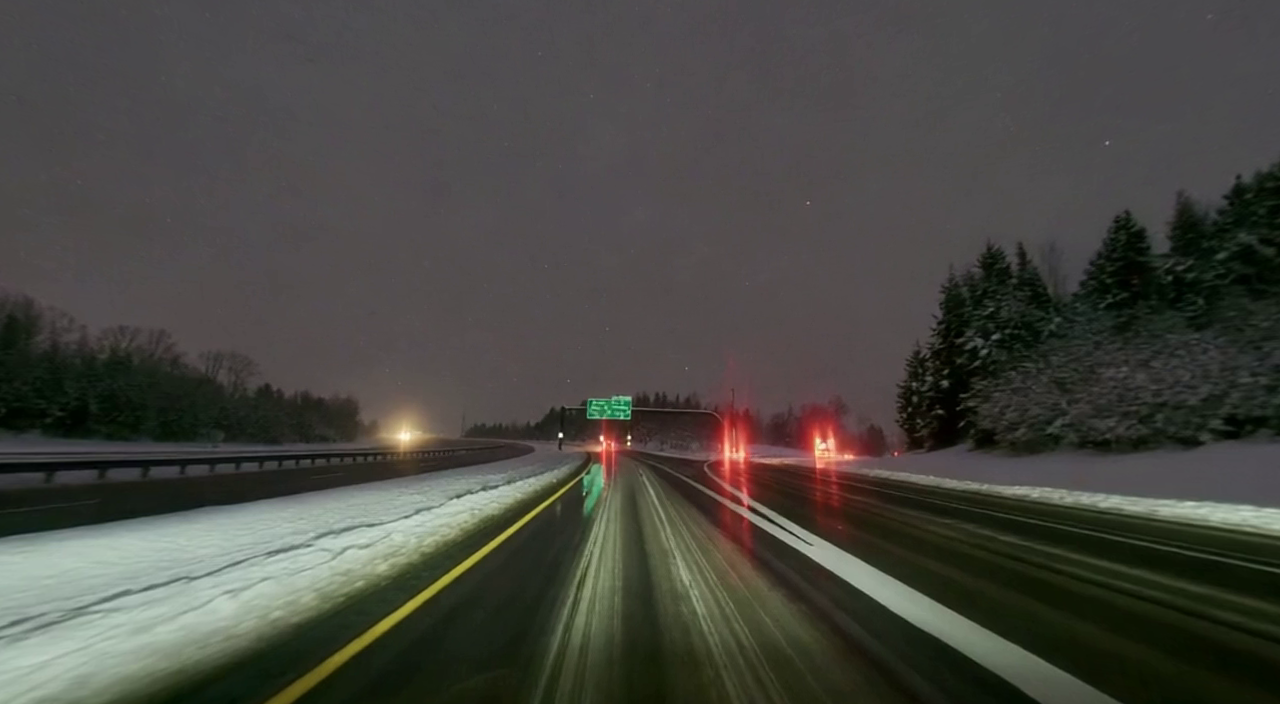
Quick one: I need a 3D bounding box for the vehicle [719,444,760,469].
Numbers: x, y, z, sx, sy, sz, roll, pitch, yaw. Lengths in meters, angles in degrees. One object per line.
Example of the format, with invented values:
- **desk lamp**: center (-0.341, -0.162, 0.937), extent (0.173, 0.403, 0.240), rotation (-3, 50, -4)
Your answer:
- **vehicle**: center (6.065, 6.411, 38.709), extent (2.129, 1.444, 3.649), rotation (-1, -9, 3)
